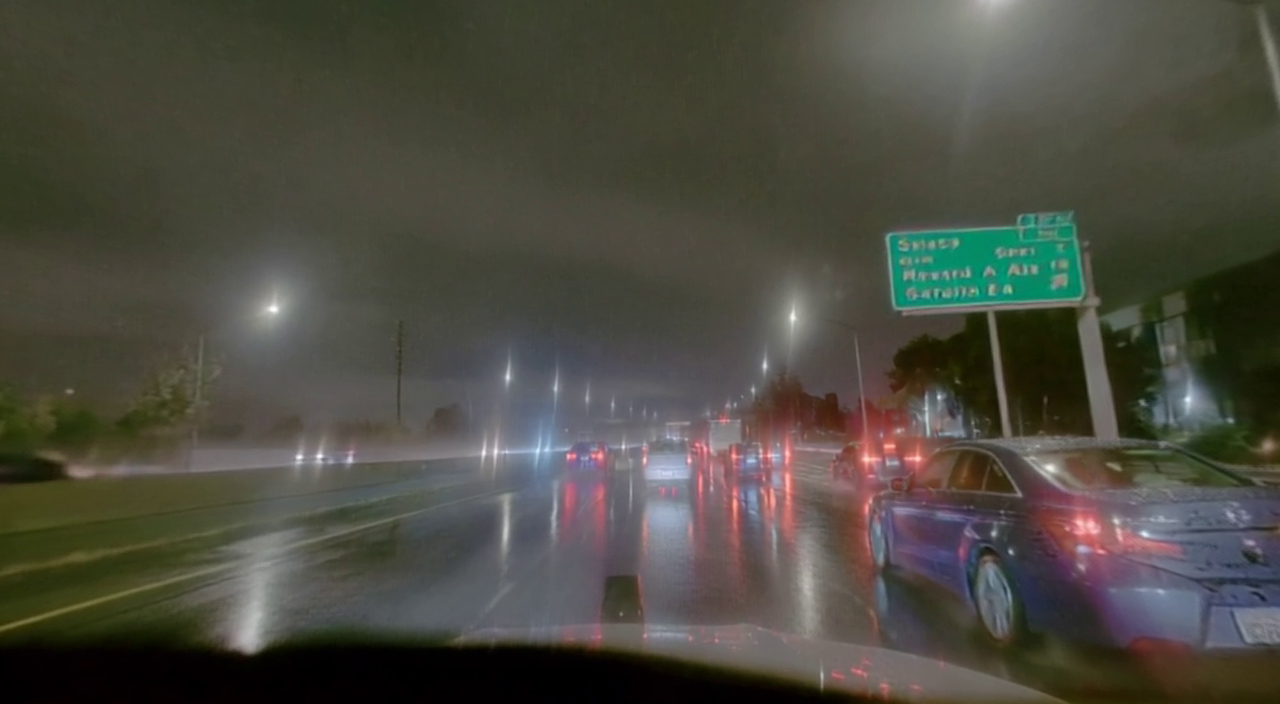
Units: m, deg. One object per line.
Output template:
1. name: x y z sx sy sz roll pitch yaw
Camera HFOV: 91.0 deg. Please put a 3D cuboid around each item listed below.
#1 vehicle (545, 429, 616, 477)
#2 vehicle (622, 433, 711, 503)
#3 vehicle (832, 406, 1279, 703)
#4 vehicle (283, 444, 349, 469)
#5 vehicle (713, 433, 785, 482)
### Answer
1. vehicle: -2.546 4.561 28.551 2.434 1.965 5.305 0 -9 3
2. vehicle: 0.679 3.000 16.638 2.074 1.614 3.803 0 -9 2
3. vehicle: 3.188 1.319 4.853 2.009 1.489 4.559 0 -9 0
4. vehicle: -21.805 7.054 42.565 1.886 1.571 4.375 -1 -9 4
5. vehicle: 4.061 4.028 24.166 2.076 1.684 4.241 0 -9 1
